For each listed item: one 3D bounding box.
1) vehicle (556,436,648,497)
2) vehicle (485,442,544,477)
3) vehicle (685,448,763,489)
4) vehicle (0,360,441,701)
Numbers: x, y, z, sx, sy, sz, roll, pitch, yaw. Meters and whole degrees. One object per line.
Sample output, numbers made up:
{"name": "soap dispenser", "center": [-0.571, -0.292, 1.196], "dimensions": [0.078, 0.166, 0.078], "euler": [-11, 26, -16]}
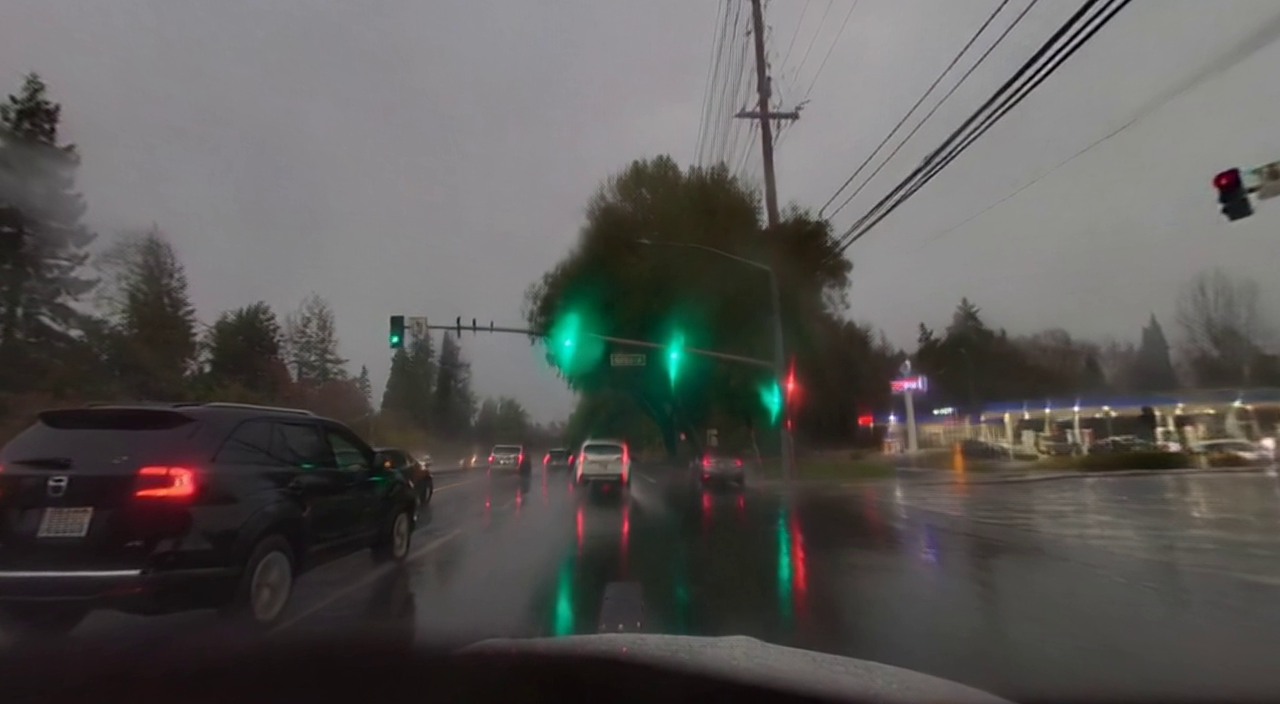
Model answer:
{"name": "vehicle", "center": [-0.949, 3.067, 17.291], "dimensions": [2.189, 1.437, 4.135], "euler": [0, -9, -1]}
{"name": "vehicle", "center": [-7.243, 6.256, 37.076], "dimensions": [2.385, 1.918, 5.056], "euler": [0, -9, 0]}
{"name": "vehicle", "center": [2.843, 4.056, 22.428], "dimensions": [2.065, 1.302, 4.416], "euler": [0, -9, -1]}
{"name": "vehicle", "center": [-3.370, 1.193, 5.378], "dimensions": [1.922, 1.642, 4.547], "euler": [0, -9, -1]}
